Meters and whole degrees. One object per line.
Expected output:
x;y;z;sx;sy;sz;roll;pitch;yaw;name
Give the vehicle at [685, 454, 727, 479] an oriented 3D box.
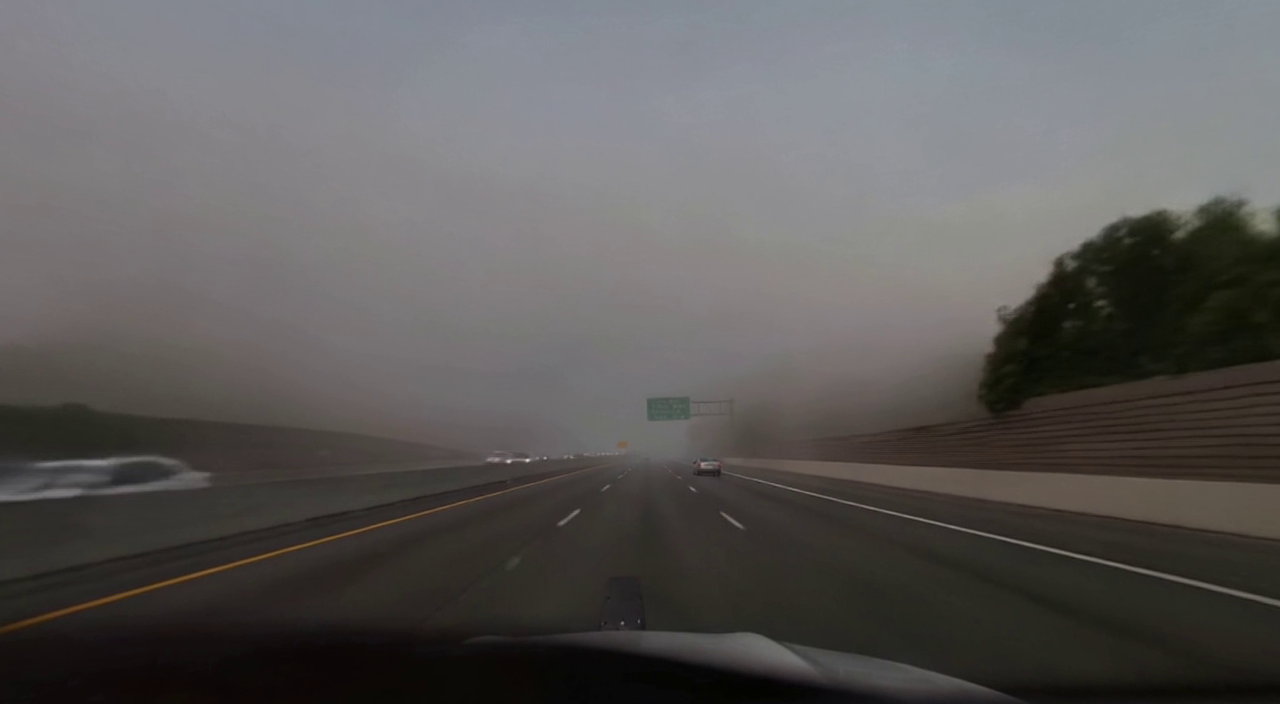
3.860;6.799;37.569;2.065;1.400;4.028;0;-9;0;vehicle
